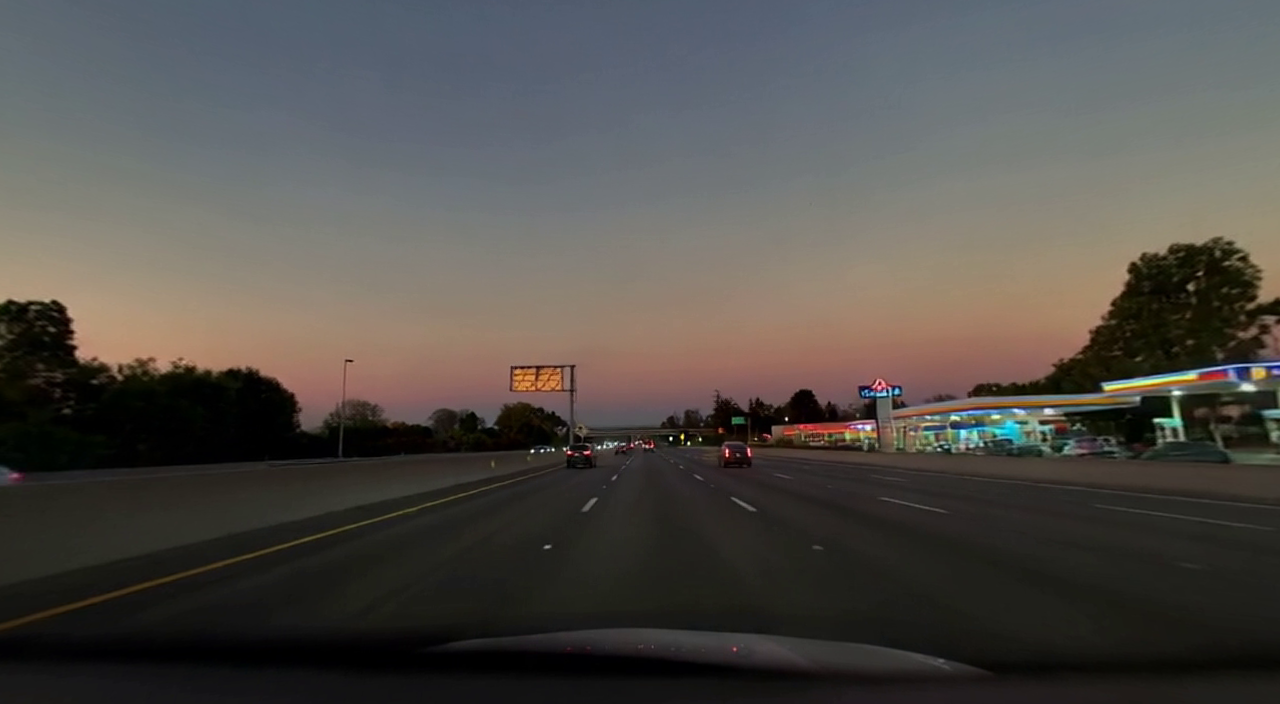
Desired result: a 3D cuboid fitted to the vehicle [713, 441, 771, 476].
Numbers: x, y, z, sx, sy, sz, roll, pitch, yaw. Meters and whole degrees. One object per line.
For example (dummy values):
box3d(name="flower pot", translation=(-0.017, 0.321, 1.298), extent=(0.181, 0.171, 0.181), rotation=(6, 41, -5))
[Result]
box3d(name="vehicle", translation=(4.645, 4.954, 29.553), extent=(1.909, 1.467, 4.940), rotation=(-1, -9, 0))

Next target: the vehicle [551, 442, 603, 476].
box3d(name="vehicle", translation=(-3.030, 5.277, 31.270), extent=(2.114, 1.510, 4.186), rotation=(-1, -9, 1))
